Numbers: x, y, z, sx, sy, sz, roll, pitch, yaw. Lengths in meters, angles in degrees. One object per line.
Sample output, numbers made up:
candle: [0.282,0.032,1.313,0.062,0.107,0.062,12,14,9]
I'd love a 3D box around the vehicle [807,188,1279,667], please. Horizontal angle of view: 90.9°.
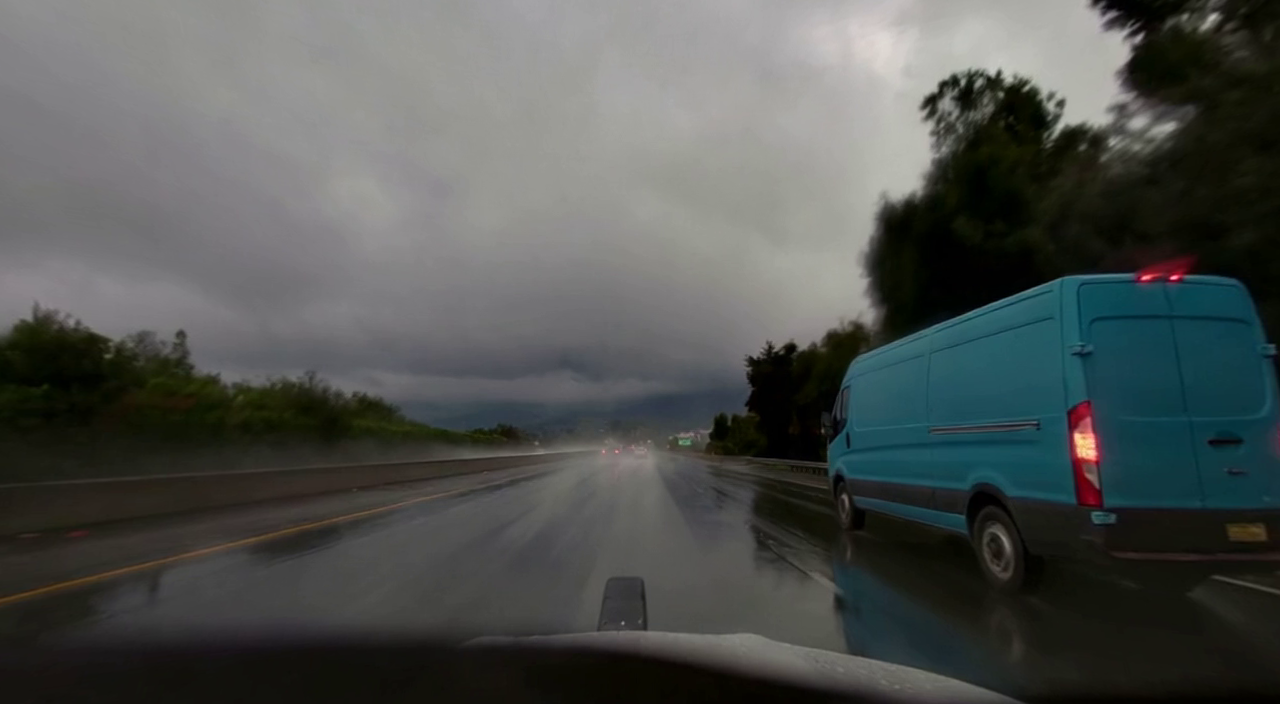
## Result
vehicle: [4.103,0.898,7.095,2.527,2.809,6.831,0,-9,0]
